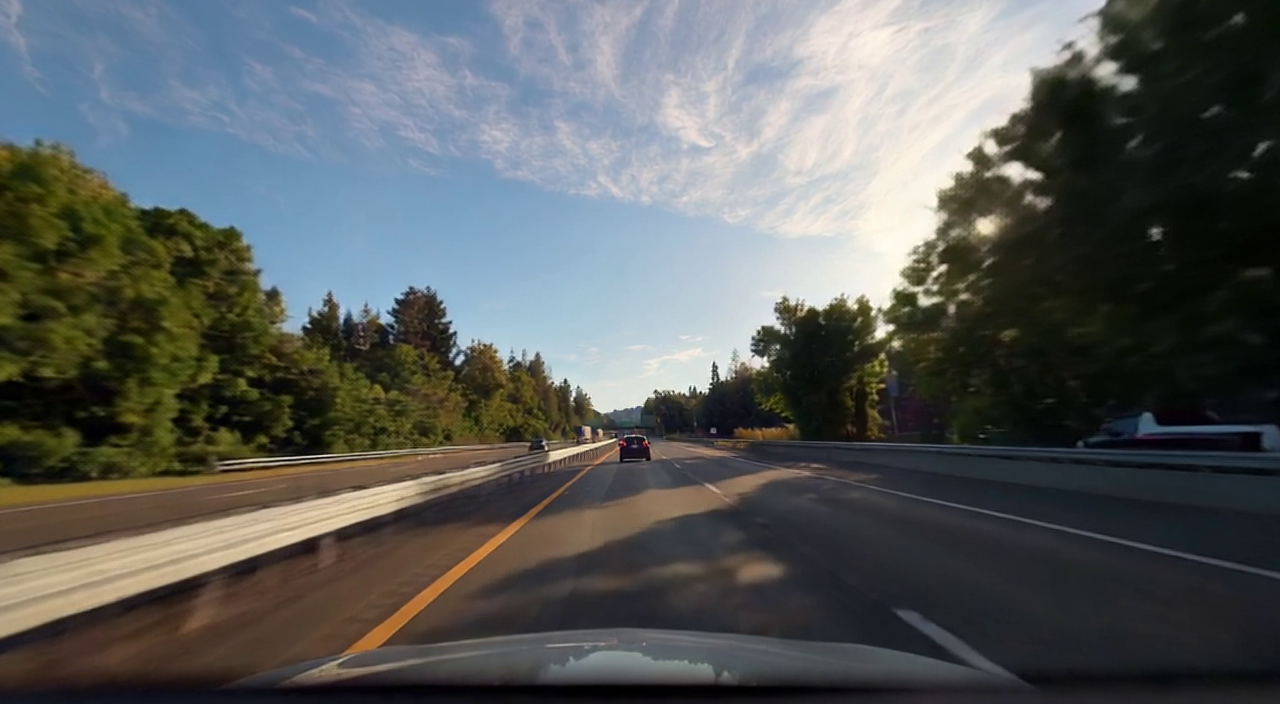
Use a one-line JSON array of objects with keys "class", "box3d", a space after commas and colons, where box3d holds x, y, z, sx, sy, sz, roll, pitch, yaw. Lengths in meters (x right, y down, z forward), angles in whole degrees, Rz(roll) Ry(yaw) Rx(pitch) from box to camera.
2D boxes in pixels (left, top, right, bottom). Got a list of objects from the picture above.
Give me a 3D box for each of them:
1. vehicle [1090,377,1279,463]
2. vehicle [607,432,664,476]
[{"class": "vehicle", "box3d": [31.547, 3.690, 33.410, 2.988, 4.062, 14.442, 0, -8, -8]}, {"class": "vehicle", "box3d": [-0.181, 3.698, 23.167, 1.897, 1.479, 3.724, 0, -8, -1]}]
